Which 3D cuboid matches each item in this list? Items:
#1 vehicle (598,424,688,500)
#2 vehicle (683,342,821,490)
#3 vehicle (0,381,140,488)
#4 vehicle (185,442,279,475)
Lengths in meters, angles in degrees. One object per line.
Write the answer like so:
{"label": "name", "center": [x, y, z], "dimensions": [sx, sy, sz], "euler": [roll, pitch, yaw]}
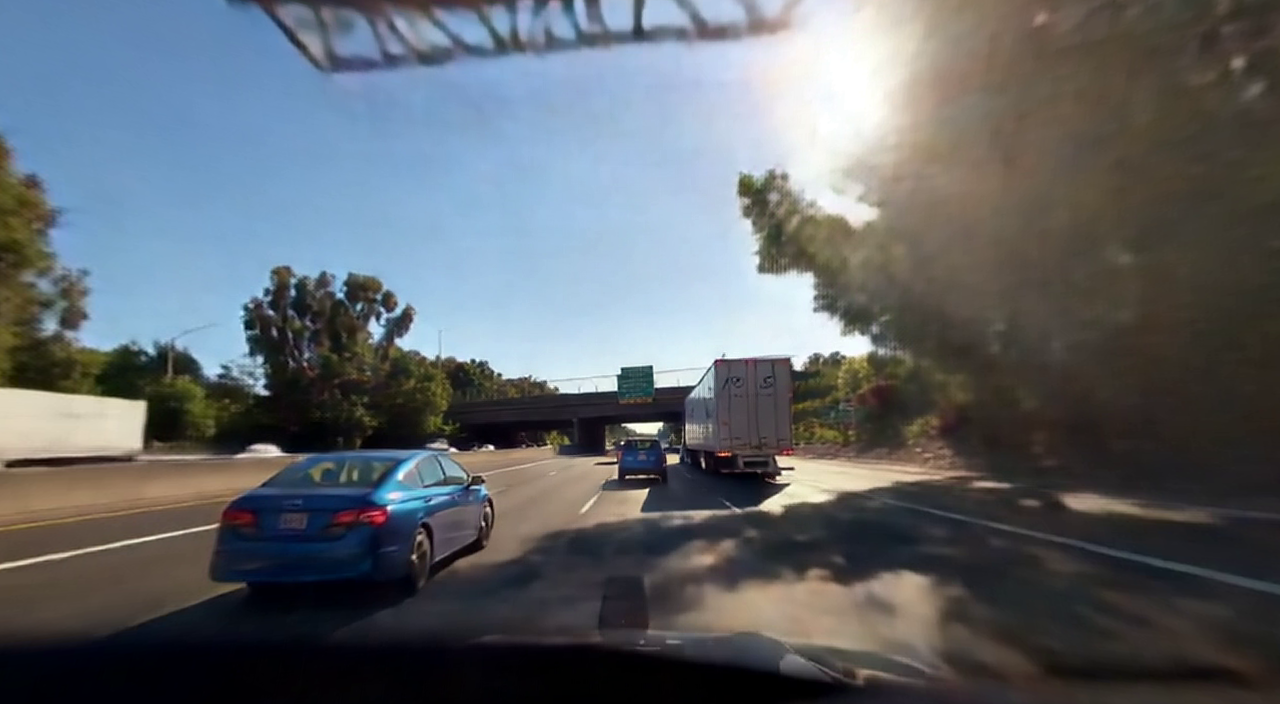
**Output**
{"label": "vehicle", "center": [0.069, 2.838, 16.553], "dimensions": [2.054, 1.706, 4.201], "euler": [0, -8, 0]}
{"label": "vehicle", "center": [3.652, 2.934, 25.545], "dimensions": [2.909, 4.135, 15.820], "euler": [0, -8, 1]}
{"label": "vehicle", "center": [-25.974, 3.175, 24.079], "dimensions": [2.899, 4.036, 12.950], "euler": [0, -8, 0]}
{"label": "vehicle", "center": [-21.953, 5.721, 34.022], "dimensions": [1.933, 1.640, 4.625], "euler": [0, -8, 1]}
